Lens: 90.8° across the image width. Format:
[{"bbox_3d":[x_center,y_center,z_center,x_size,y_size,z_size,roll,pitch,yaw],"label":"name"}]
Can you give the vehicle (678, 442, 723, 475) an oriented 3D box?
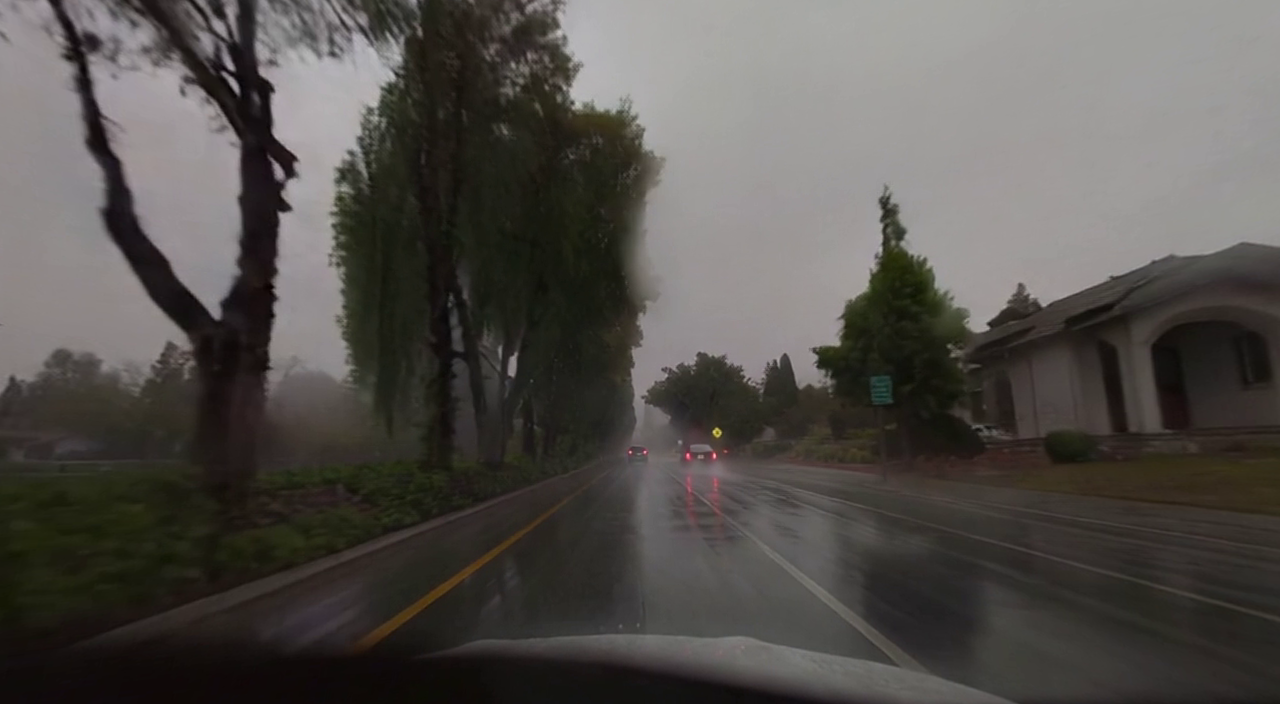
[{"bbox_3d":[3.188,5.690,34.049,1.888,1.640,4.044,0,-8,-1],"label":"vehicle"}]
